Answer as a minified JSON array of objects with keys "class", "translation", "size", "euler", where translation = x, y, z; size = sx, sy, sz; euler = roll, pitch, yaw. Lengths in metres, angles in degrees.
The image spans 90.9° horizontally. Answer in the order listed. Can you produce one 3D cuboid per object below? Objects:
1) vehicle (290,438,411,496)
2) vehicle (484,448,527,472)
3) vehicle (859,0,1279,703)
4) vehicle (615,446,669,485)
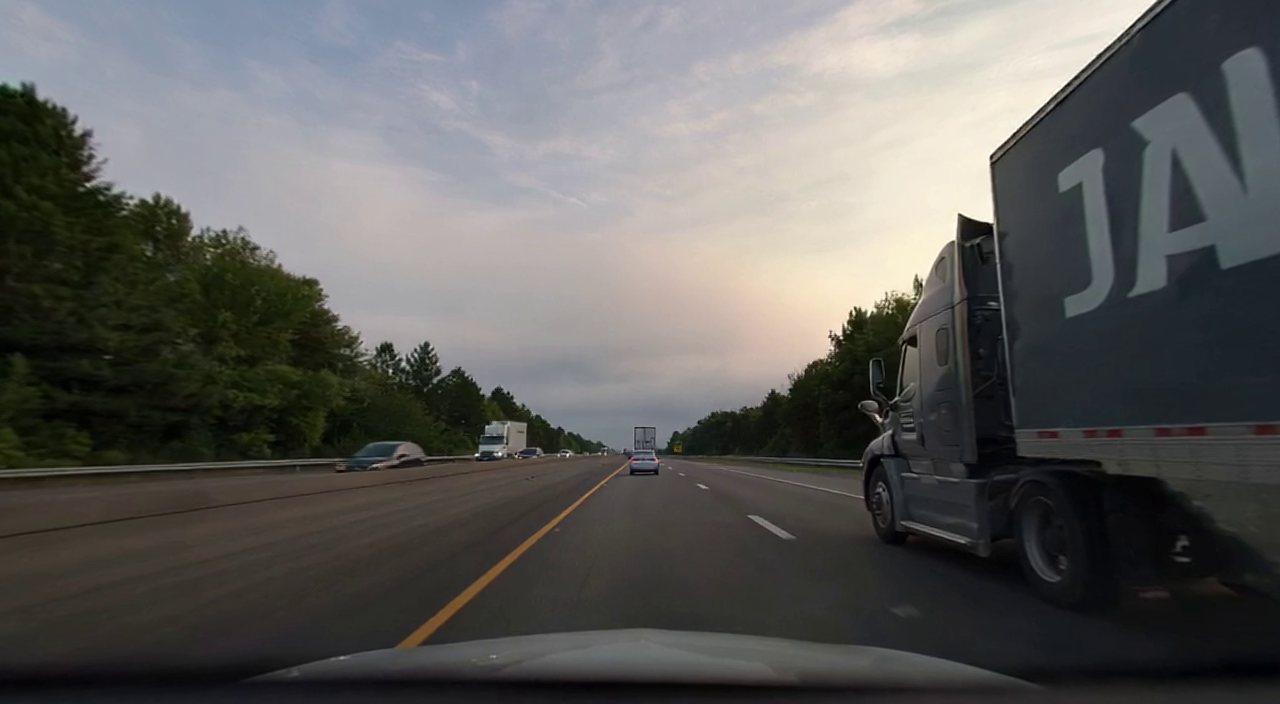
[{"class":"vehicle","translation":[-8.901,3.549,19.782],"size":[1.878,1.590,3.982],"euler":[0,-9,0]},{"class":"vehicle","translation":[-8.996,7.245,42.555],"size":[1.930,1.479,4.706],"euler":[0,-9,0]},{"class":"vehicle","translation":[4.446,0.196,5.306],"size":[3.010,3.911,5.858],"euler":[0,-9,0]},{"class":"vehicle","translation":[0.060,4.807,27.033],"size":[2.114,1.523,4.012],"euler":[0,-9,0]}]
